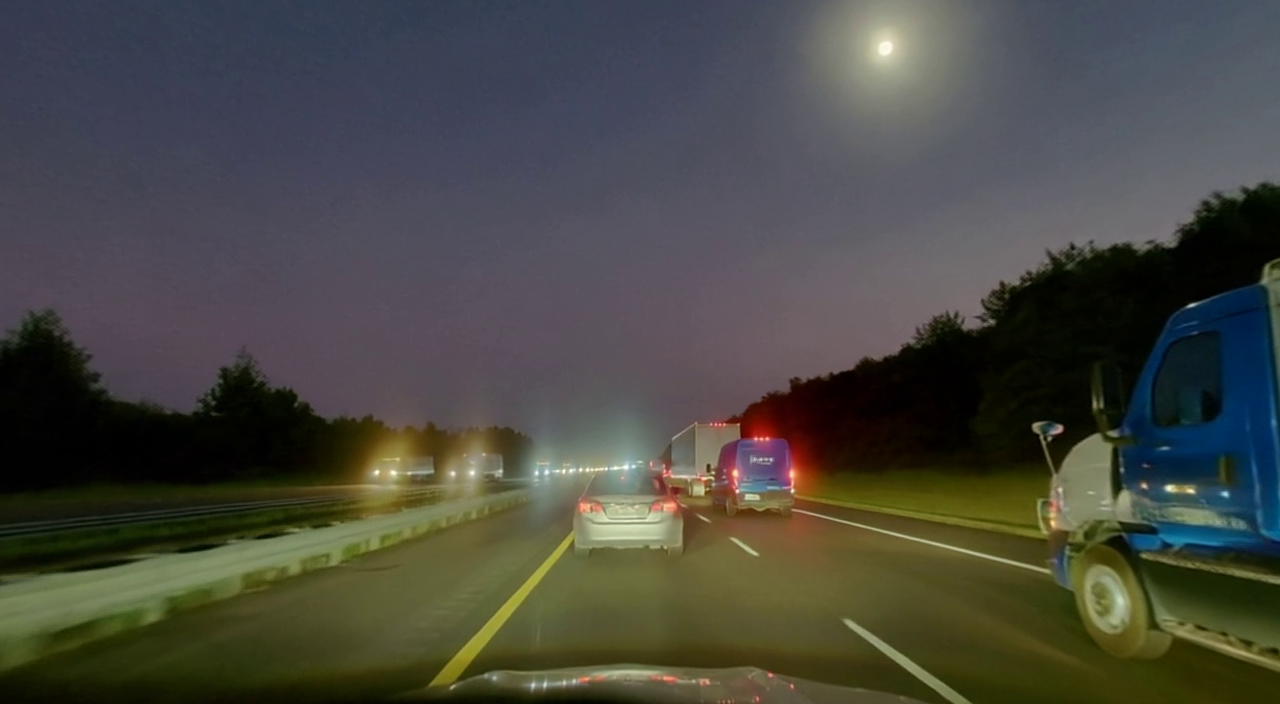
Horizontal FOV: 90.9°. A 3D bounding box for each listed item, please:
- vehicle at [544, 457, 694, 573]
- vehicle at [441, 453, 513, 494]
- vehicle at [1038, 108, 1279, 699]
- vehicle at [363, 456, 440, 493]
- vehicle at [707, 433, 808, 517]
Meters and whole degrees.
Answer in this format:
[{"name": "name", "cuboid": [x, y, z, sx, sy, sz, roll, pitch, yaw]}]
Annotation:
[{"name": "vehicle", "cuboid": [-0.300, 2.487, 10.135, 1.980, 1.493, 3.410, 1, -11, -1]}, {"name": "vehicle", "cuboid": [-7.138, 5.416, 28.173, 2.069, 1.628, 4.479, 1, -11, -1]}, {"name": "vehicle", "cuboid": [5.546, -0.116, 1.612, 2.890, 3.726, 9.269, 1, -11, 0]}, {"name": "vehicle", "cuboid": [-10.583, 5.470, 28.262, 1.872, 1.510, 4.266, 1, -11, -2]}, {"name": "vehicle", "cuboid": [3.888, 4.265, 22.051, 2.328, 2.537, 5.290, 1, -11, -2]}]
